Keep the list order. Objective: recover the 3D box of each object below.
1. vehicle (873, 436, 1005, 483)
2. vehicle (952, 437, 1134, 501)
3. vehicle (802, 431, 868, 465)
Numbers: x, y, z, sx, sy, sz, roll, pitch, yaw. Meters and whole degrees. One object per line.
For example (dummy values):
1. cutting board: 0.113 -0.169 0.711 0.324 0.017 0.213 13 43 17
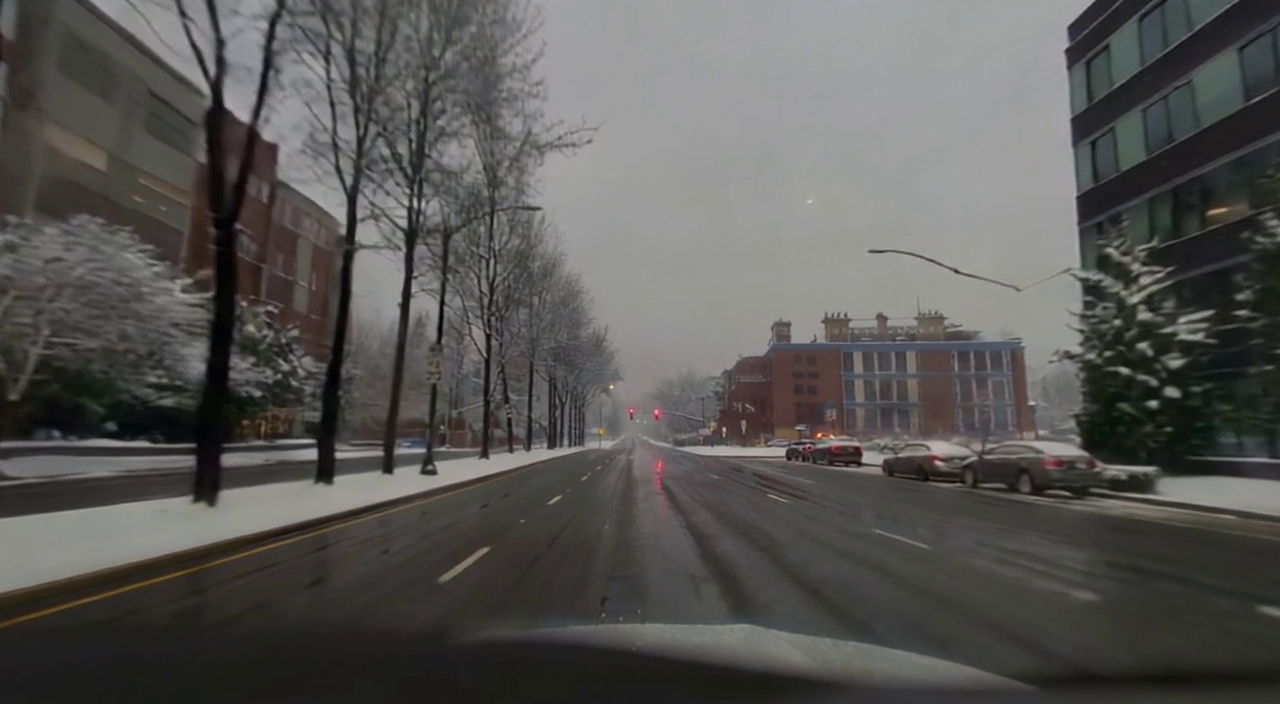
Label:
1. vehicle: 10.695 3.887 23.123 1.977 1.519 4.953 1 -9 -6
2. vehicle: 10.731 3.134 17.338 1.927 1.489 4.532 0 -9 -1
3. vehicle: 10.521 5.240 34.487 1.947 1.716 4.861 0 -9 -1
